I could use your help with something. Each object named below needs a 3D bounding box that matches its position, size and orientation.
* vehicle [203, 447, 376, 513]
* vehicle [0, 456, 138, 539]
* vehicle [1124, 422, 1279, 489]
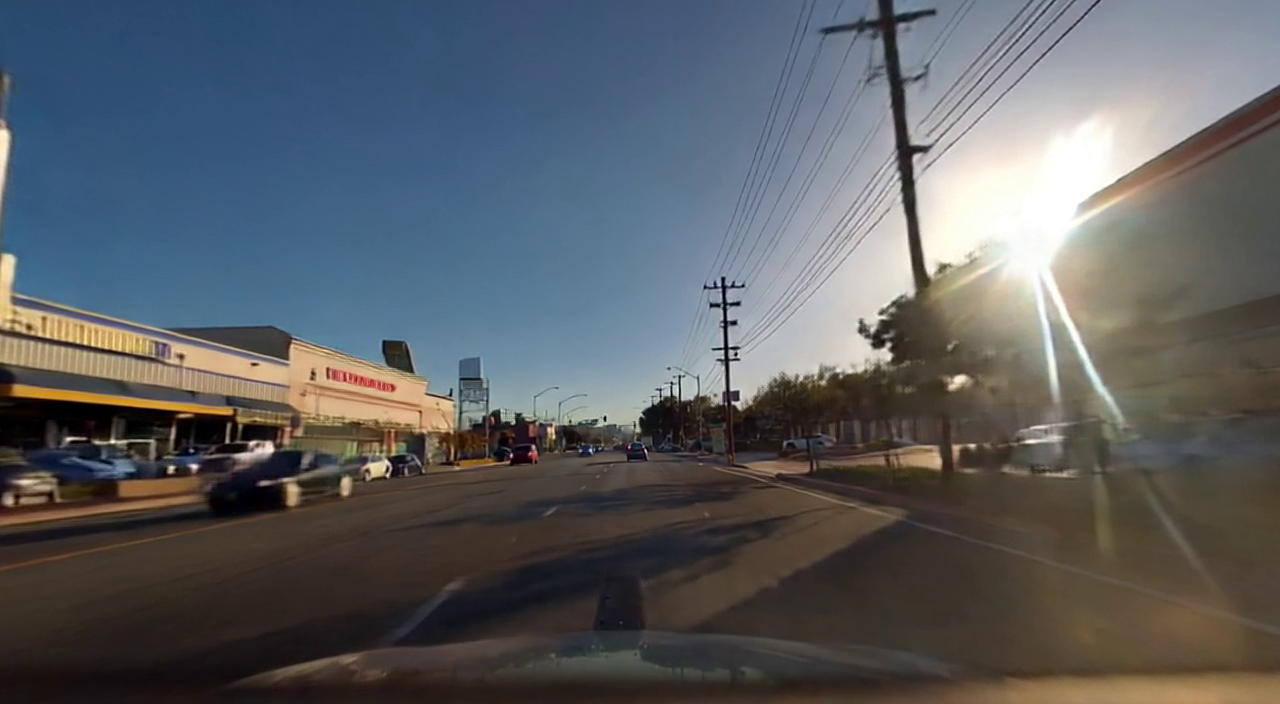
[{"bbox_3d":[-9.123,3.336,17.025,1.988,1.472,4.633,0,-8,1],"label":"vehicle"},{"bbox_3d":[-13.852,3.162,14.028,1.891,1.565,4.315,1,-8,-1],"label":"vehicle"},{"bbox_3d":[14.192,2.390,14.912,3.943,1.370,1.913,-2,-8,-2],"label":"vehicle"}]
